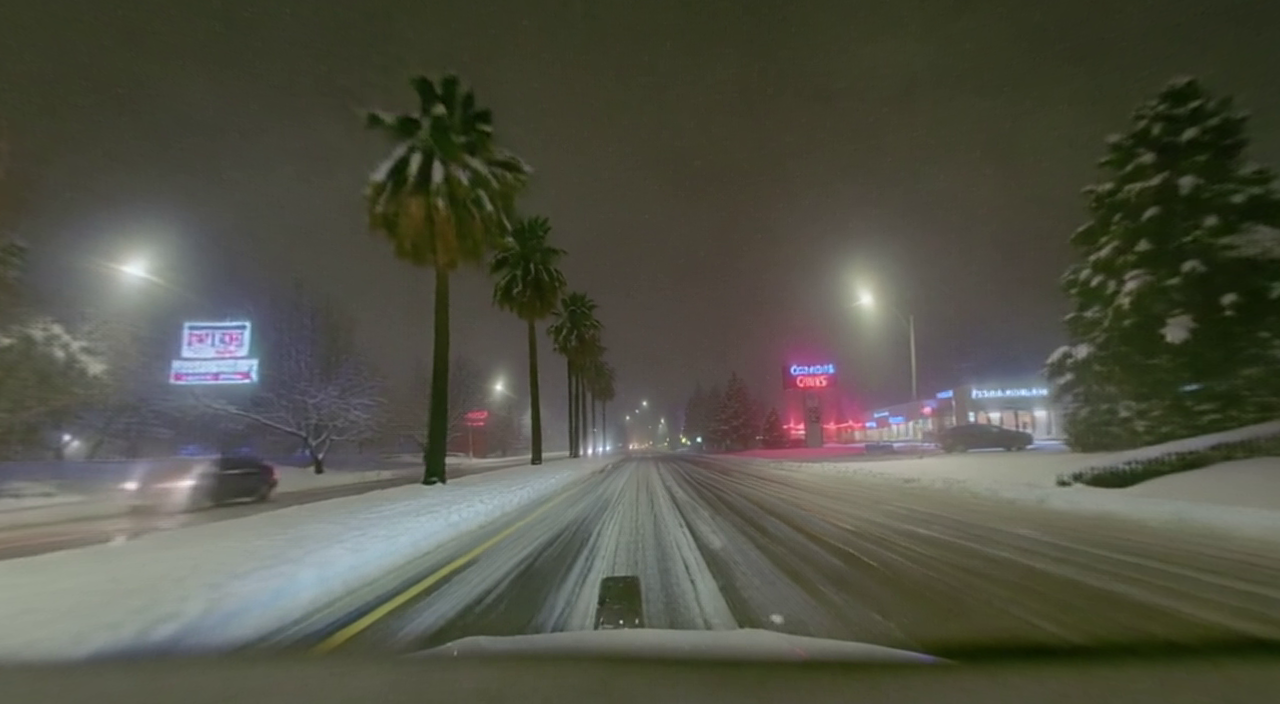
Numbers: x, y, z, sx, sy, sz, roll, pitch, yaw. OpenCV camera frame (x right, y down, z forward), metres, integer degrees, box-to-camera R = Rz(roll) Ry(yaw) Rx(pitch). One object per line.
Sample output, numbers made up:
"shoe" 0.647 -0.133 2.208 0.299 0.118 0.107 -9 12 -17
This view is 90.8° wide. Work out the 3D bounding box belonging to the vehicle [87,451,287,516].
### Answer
"vehicle" -11.980 3.462 17.230 2.015 1.484 4.651 0 -8 -1
